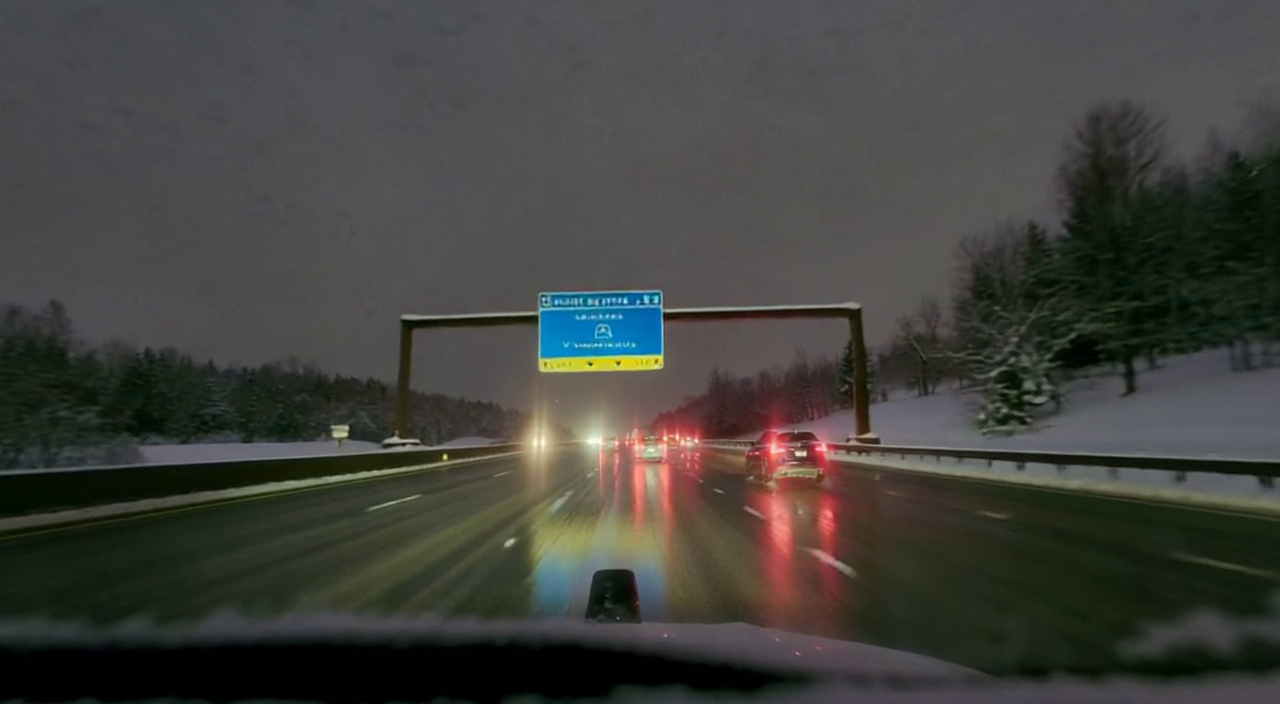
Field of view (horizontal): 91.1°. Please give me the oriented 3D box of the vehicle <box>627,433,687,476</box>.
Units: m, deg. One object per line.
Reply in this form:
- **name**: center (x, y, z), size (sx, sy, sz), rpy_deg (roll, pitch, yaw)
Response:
- **vehicle**: center (0.539, 3.837, 23.839), size (2.046, 1.467, 3.844), rpy_deg (0, -8, -2)
